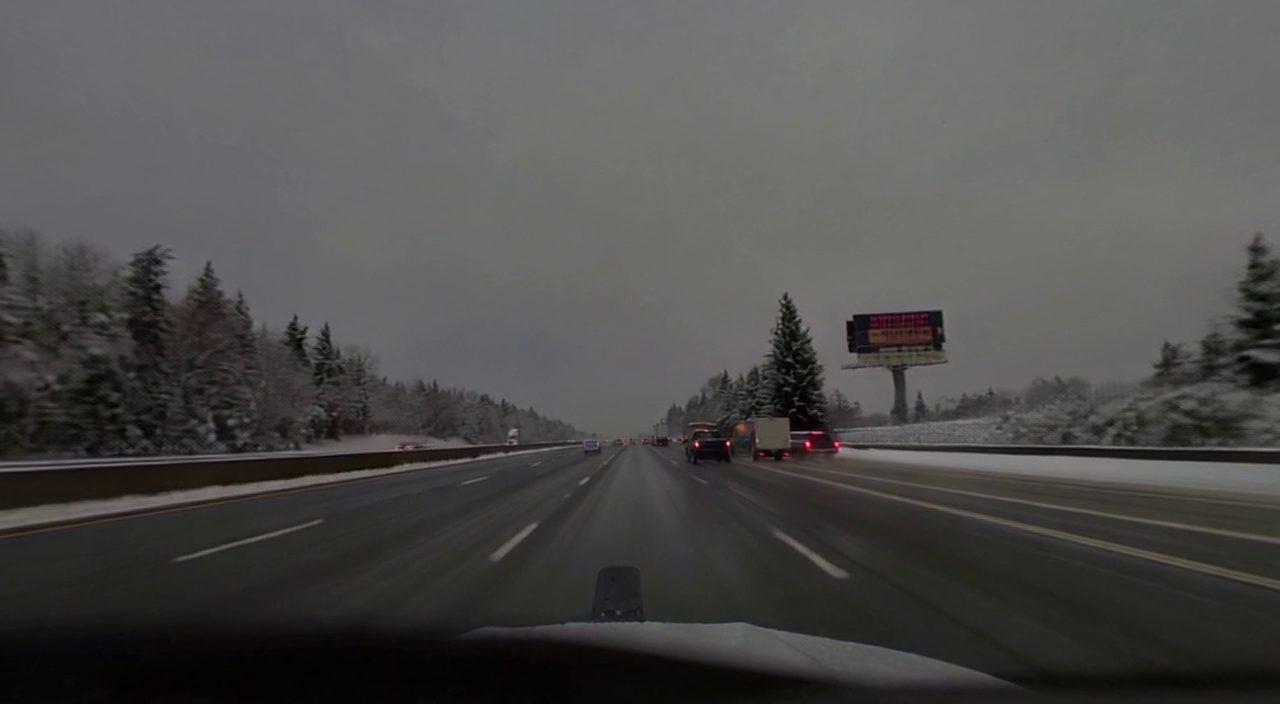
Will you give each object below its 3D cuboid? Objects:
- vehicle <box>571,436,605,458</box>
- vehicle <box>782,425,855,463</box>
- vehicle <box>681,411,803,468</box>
[{"bbox_3d":[-3.708,6.828,45.412,2.066,1.500,4.415,0,-8,0],"label":"vehicle"},{"bbox_3d":[9.539,5.020,34.186,2.184,1.873,5.466,0,-8,-2],"label":"vehicle"},{"bbox_3d":[4.100,4.165,29.488,3.042,2.004,14.051,0,-8,-2],"label":"vehicle"}]
